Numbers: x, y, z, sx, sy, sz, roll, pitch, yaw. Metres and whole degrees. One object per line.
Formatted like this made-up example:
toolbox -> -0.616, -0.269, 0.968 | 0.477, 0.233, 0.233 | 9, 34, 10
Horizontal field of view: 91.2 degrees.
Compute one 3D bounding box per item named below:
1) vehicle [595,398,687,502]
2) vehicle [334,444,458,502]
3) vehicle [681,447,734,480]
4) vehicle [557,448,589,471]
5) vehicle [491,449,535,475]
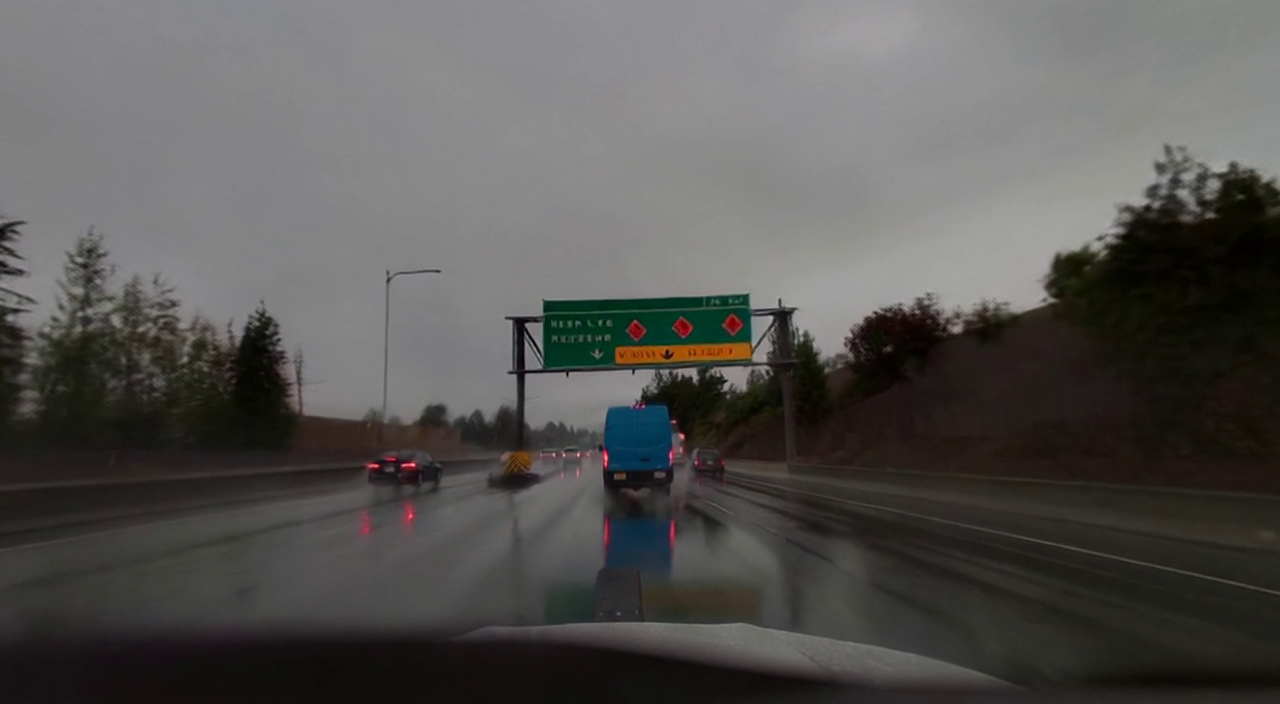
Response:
vehicle -> -0.145, 2.814, 18.143 | 2.268, 2.551, 5.144 | 0, -9, -4
vehicle -> -7.048, 3.525, 18.675 | 2.003, 1.498, 4.386 | 0, -9, -1
vehicle -> 3.247, 5.489, 31.191 | 2.015, 1.491, 4.732 | 0, -9, -1
vehicle -> -4.697, 7.580, 44.277 | 2.002, 1.536, 4.021 | 0, -9, -3
vehicle -> -7.830, 6.795, 38.992 | 2.026, 1.506, 4.102 | 0, -9, -3
